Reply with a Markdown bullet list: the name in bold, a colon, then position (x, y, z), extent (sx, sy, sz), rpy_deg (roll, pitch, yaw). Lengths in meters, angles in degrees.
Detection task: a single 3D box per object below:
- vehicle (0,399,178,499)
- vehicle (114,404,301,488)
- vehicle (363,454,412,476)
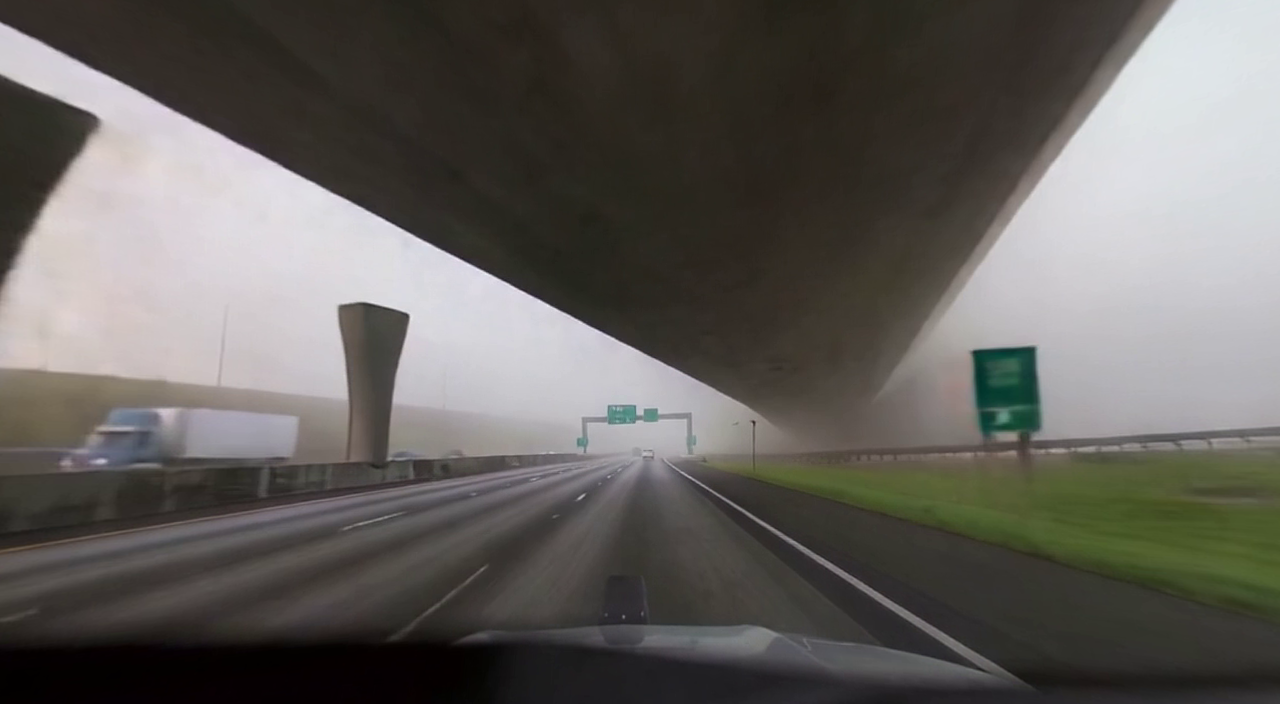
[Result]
- **vehicle**: position (-22.918, 4.014, 26.063), extent (2.890, 3.621, 5.939), rpy_deg (0, -9, 0)
- **vehicle**: position (-22.853, 5.139, 34.372), extent (2.774, 3.852, 10.034), rpy_deg (0, -9, 1)
- **vehicle**: position (-18.504, 8.294, 46.368), extent (1.824, 1.451, 4.072), rpy_deg (0, -9, 1)
